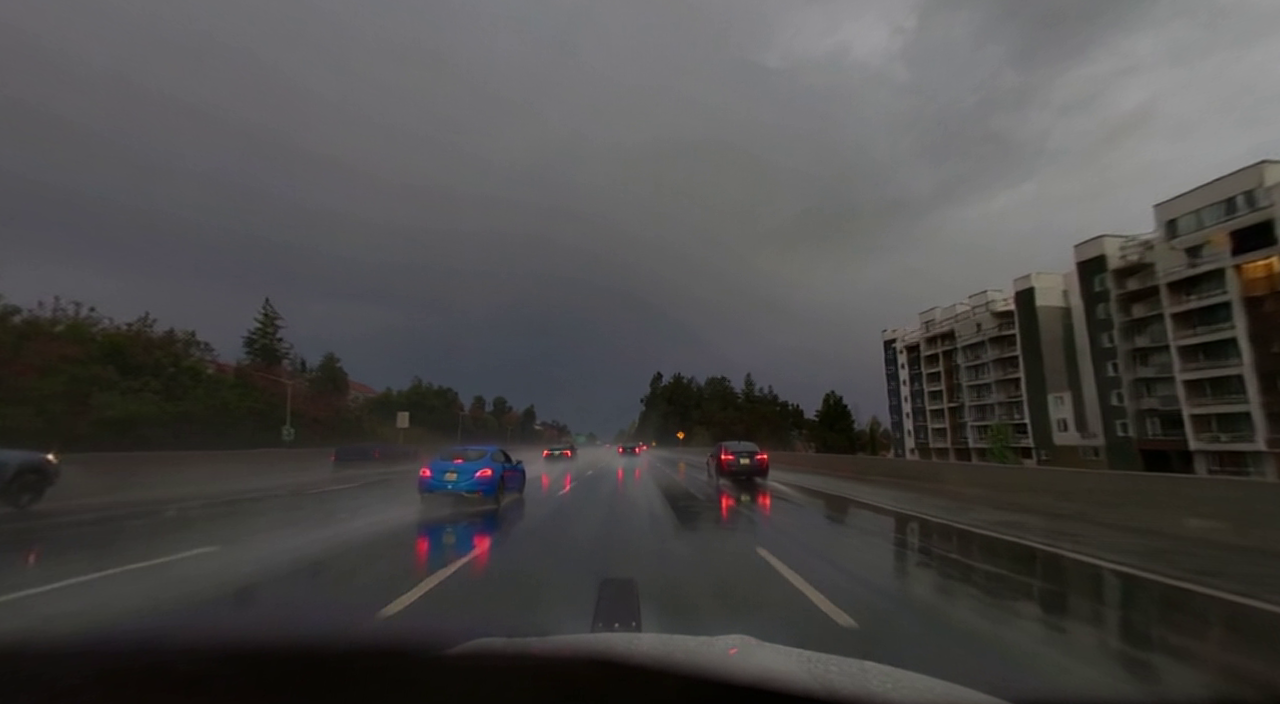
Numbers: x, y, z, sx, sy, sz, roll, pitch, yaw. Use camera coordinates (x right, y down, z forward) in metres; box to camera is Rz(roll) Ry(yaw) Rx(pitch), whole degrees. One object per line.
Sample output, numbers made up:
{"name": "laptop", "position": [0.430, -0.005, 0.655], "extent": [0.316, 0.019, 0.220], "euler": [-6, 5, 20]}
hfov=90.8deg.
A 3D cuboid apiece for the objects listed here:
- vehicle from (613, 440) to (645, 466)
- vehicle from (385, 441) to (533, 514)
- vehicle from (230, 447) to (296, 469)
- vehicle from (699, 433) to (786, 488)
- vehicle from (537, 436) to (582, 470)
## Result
{"name": "vehicle", "position": [-0.739, 6.701, 42.177], "extent": [2.053, 1.650, 3.945], "euler": [0, -8, -1]}
{"name": "vehicle", "position": [-3.958, 2.810, 14.732], "extent": [2.124, 1.426, 4.444], "euler": [0, -8, 0]}
{"name": "vehicle", "position": [-26.264, 7.392, 44.246], "extent": [1.816, 1.457, 4.598], "euler": [0, -8, 0]}
{"name": "vehicle", "position": [3.334, 3.628, 21.516], "extent": [2.061, 1.658, 4.417], "euler": [0, -8, -2]}
{"name": "vehicle", "position": [-4.545, 5.801, 36.427], "extent": [2.044, 1.774, 4.329], "euler": [0, -8, -1]}
